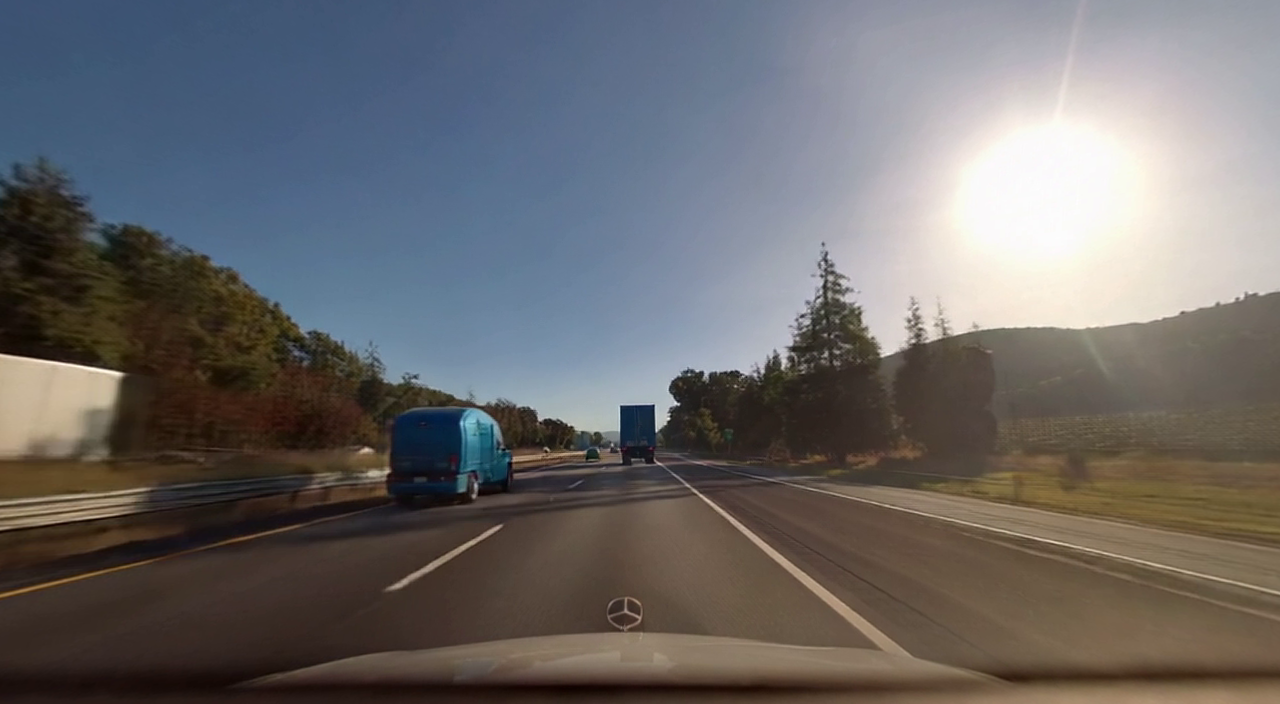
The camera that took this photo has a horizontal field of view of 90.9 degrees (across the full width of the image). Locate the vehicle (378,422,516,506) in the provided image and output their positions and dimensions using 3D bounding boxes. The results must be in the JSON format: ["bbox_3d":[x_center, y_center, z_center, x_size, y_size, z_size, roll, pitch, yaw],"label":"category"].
[{"bbox_3d":[-4.642,2.781,16.052,2.042,1.815,4.639,0,-9,0],"label":"vehicle"}]

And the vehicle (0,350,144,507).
[{"bbox_3d":[-17.783,1.538,13.378,2.855,3.978,14.229,0,-9,0],"label":"vehicle"}]

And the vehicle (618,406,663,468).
[{"bbox_3d":[0.097,6.237,45.841,2.899,3.966,10.053,0,-9,1],"label":"vehicle"}]

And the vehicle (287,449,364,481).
[{"bbox_3d":[-15.141,5.428,30.558,1.813,1.446,3.843,0,-9,-1],"label":"vehicle"}]
